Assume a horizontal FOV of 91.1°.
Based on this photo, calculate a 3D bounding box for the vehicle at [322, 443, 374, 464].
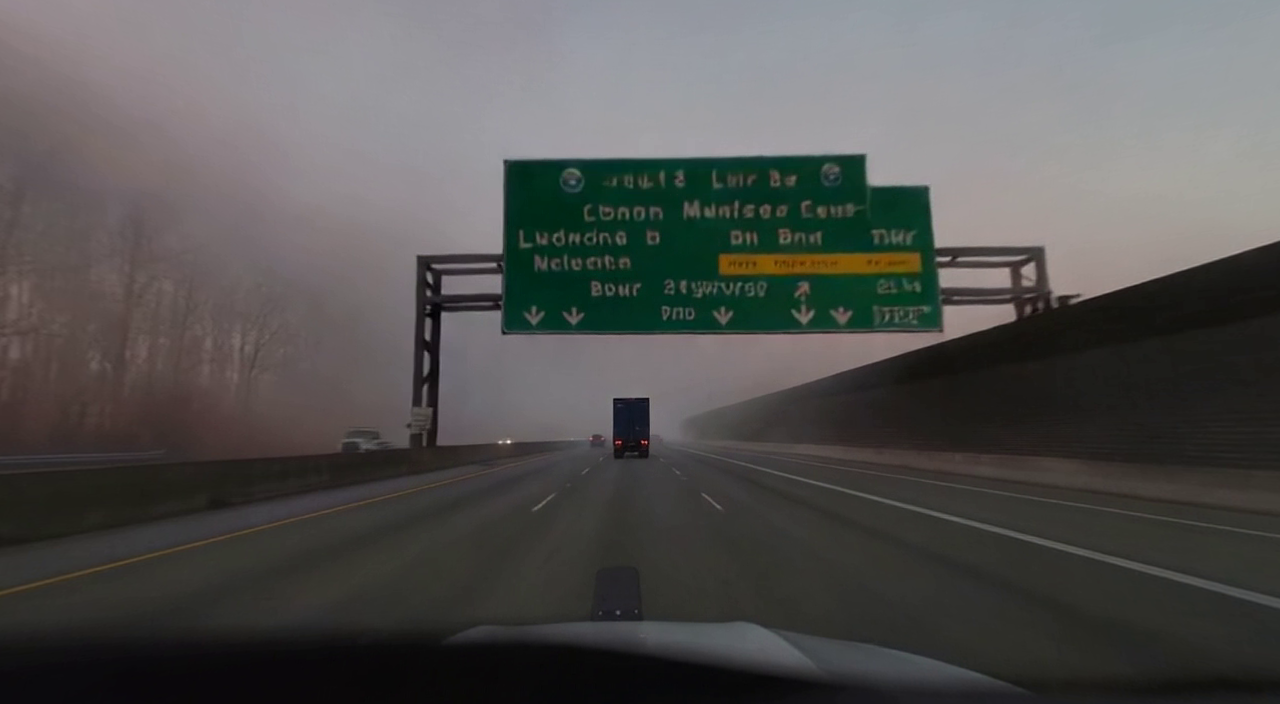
[{"bbox_3d":[-22.477,7.797,48.525,1.893,1.500,4.445,0,-8,0],"label":"vehicle"}]

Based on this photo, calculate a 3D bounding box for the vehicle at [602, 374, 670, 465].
[{"bbox_3d":[-0.301,4.056,35.923,2.965,3.972,16.689,0,-8,-1],"label":"vehicle"}]
